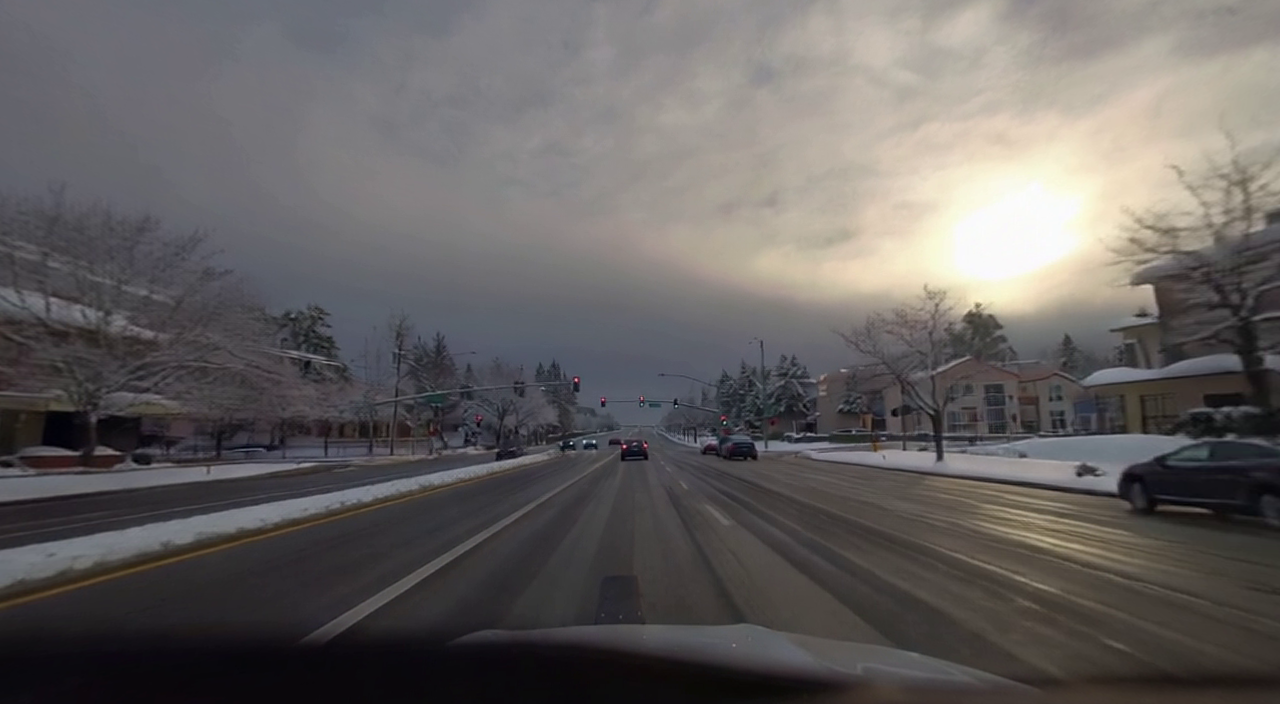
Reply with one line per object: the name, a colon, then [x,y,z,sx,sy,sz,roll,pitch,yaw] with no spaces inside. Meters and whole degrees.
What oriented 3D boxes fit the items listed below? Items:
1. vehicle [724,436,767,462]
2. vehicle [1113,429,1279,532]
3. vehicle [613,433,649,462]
vehicle: [6.278,5.828,37.981,1.768,1.417,4.213,0,-9,-2]
vehicle: [10.348,2.045,10.307,1.948,1.489,4.276,0,-9,0]
vehicle: [-0.504,5.589,36.949,2.032,1.593,3.896,0,-9,0]
